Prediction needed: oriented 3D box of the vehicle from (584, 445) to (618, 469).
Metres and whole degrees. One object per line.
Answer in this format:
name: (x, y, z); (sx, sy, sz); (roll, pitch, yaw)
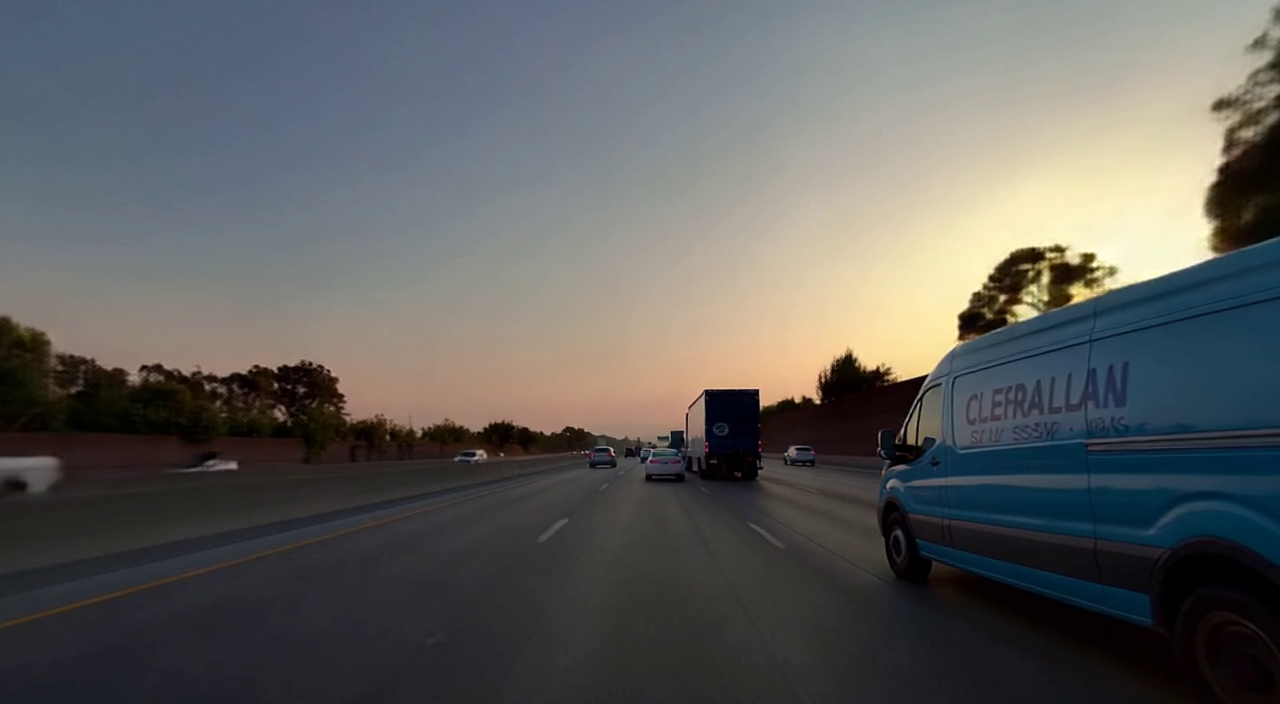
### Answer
vehicle: (-2.797, 7.664, 46.196); (2.182, 1.601, 4.364); (0, -9, 1)

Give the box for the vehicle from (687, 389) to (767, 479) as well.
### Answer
vehicle: (4.423, 4.680, 35.047); (2.821, 4.077, 12.562); (0, -9, 1)

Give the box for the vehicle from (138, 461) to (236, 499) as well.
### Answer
vehicle: (-23.389, 6.581, 32.824); (1.872, 1.709, 4.341); (0, -9, -1)

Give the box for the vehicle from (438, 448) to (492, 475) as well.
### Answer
vehicle: (-11.731, 7.335, 42.642); (2.115, 1.685, 4.831); (0, -9, 1)

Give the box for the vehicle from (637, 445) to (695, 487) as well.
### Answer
vehicle: (0.928, 4.416, 24.752); (2.063, 1.469, 4.208); (0, -9, 0)

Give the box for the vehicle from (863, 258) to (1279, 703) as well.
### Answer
vehicle: (3.669, 0.903, 3.975); (2.441, 2.017, 5.739); (0, -9, 1)

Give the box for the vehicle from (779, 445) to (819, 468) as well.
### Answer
vehicle: (11.269, 7.444, 44.907); (1.870, 1.525, 3.680); (0, -9, 0)
